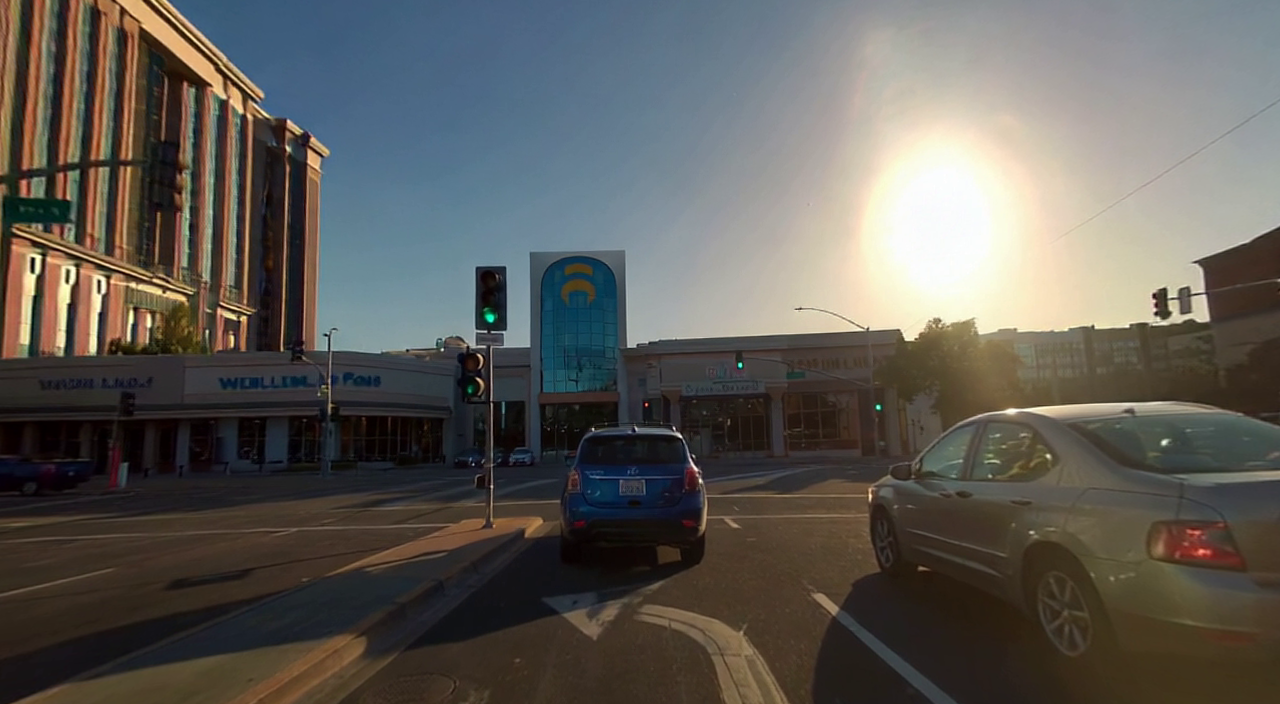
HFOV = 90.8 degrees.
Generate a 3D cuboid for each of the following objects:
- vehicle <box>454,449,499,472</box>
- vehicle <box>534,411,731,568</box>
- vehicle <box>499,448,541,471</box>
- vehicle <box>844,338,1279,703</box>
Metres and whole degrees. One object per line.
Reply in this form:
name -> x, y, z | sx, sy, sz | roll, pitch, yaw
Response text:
vehicle -> -11.828, 7.864, 46.078 | 2.005, 1.596, 4.342 | -1, -9, 1
vehicle -> -0.135, 1.894, 9.467 | 2.238, 1.762, 4.445 | 0, -9, -1
vehicle -> -8.571, 7.704, 45.395 | 2.163, 1.529, 4.210 | -1, -9, 1
vehicle -> 3.210, 1.102, 4.438 | 2.040, 1.674, 4.455 | 0, -9, 0
